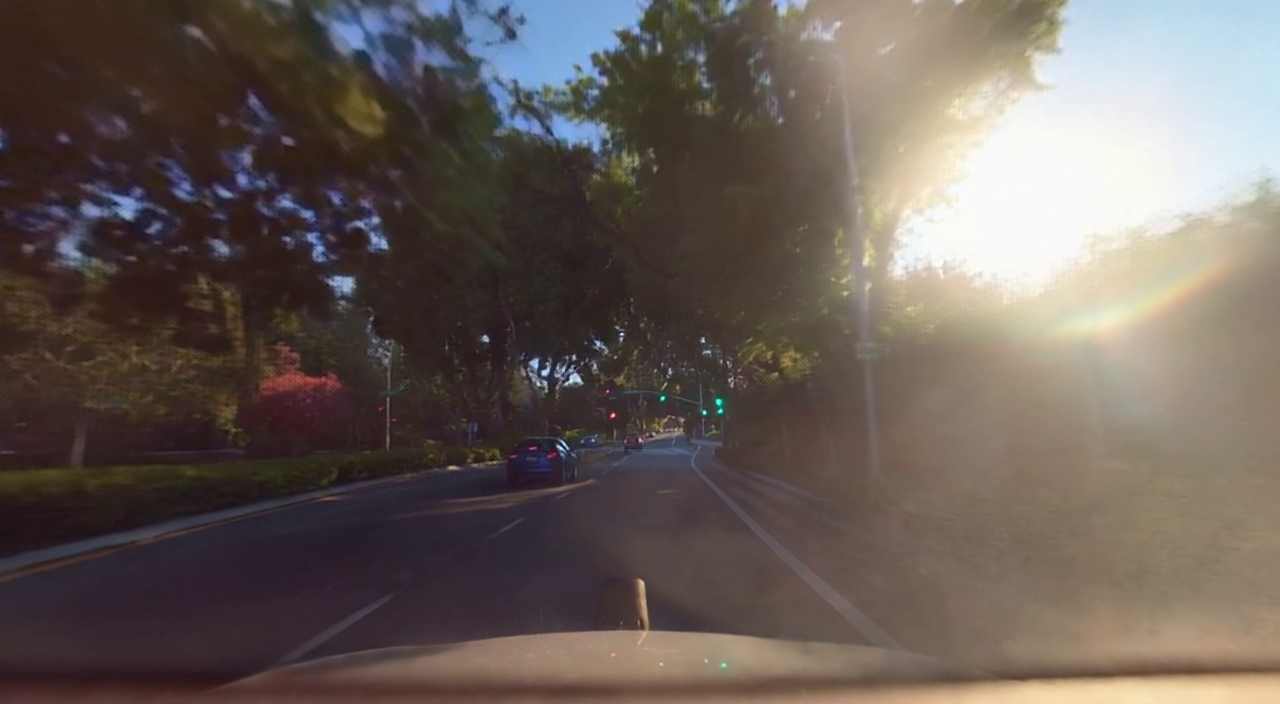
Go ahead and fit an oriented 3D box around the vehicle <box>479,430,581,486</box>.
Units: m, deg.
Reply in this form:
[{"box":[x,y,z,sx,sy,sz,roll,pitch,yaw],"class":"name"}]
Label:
[{"box":[-3.125,3.144,19.086,2.038,1.486,4.678,-1,-8,3],"class":"vehicle"}]
